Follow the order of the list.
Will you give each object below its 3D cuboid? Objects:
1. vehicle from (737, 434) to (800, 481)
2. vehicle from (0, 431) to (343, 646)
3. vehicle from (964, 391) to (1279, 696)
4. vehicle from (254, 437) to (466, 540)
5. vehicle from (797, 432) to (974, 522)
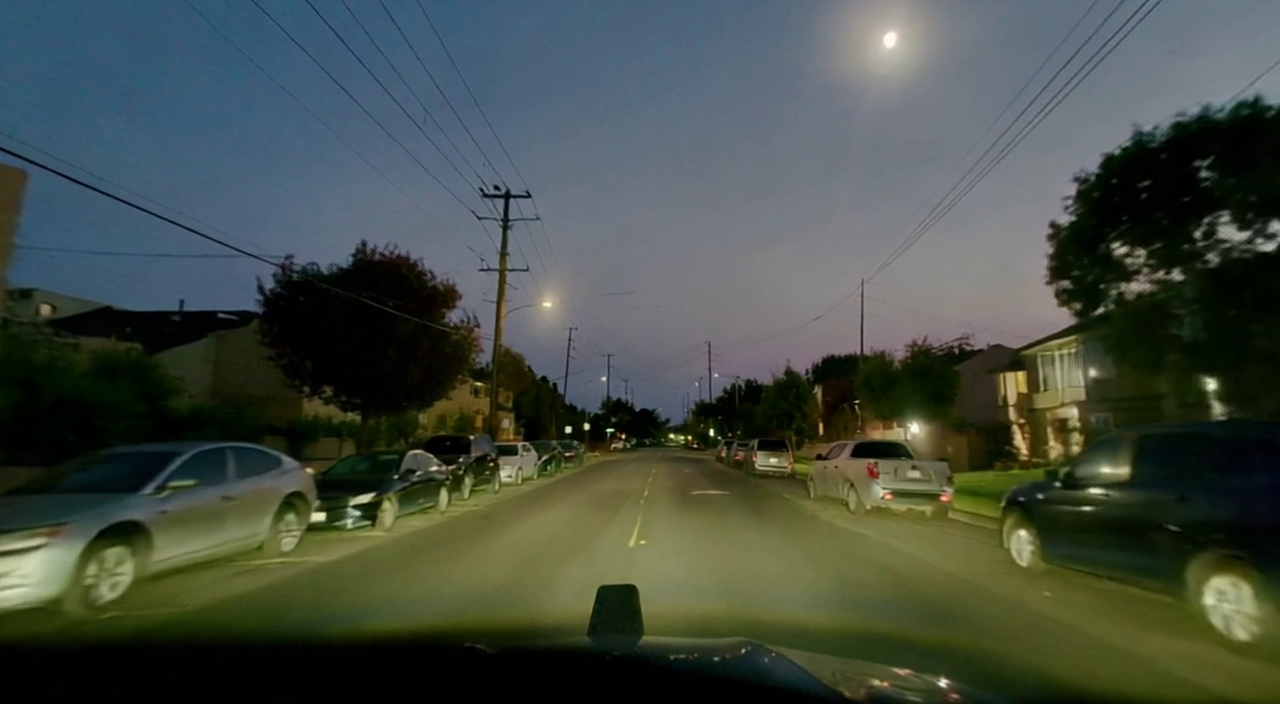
[{"bbox_3d":[5.201,4.302,26.056,1.936,1.756,4.127,-1,-9,3],"label":"vehicle"},{"bbox_3d":[-5.137,1.608,6.625,1.853,1.447,4.462,-3,-7,1],"label":"vehicle"},{"bbox_3d":[4.754,1.350,5.363,1.951,1.700,4.485,-1,-9,5],"label":"vehicle"},{"bbox_3d":[-4.945,2.404,12.086,1.979,1.435,4.785,-3,-7,-1],"label":"vehicle"},{"bbox_3d":[4.938,2.572,13.593,1.910,1.567,4.856,0,-9,1],"label":"vehicle"}]
